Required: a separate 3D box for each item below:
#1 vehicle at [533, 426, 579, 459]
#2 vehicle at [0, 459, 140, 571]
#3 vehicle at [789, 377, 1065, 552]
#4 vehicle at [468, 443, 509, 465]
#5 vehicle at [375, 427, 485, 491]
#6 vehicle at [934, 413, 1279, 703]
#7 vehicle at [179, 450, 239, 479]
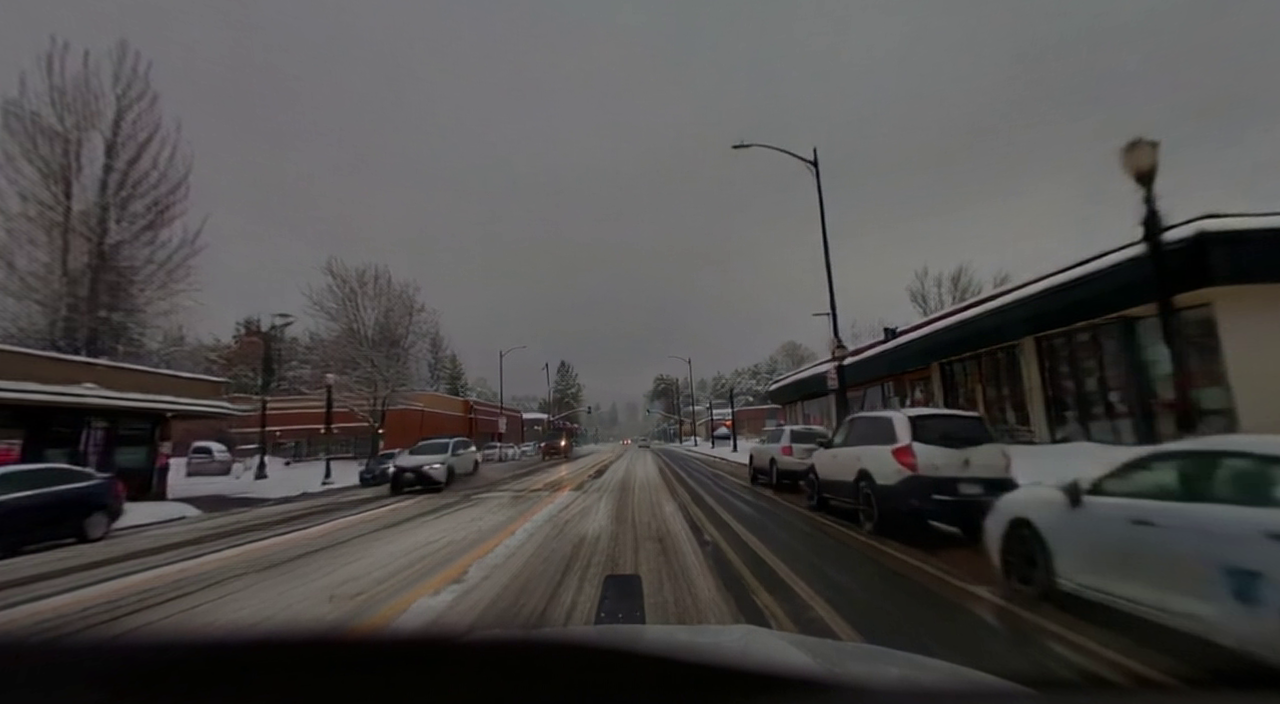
[{"bbox_3d":[-5.609,6.159,43.123,2.267,2.070,5.719,0,-8,1],"label":"vehicle"},{"bbox_3d":[-10.749,2.632,10.355,1.930,1.621,3.853,0,-8,-1],"label":"vehicle"},{"bbox_3d":[3.839,1.607,9.559,1.976,2.001,4.430,0,-8,-1],"label":"vehicle"},{"bbox_3d":[-10.812,7.276,45.270,1.784,1.502,4.344,0,-8,1],"label":"vehicle"},{"bbox_3d":[-6.703,3.455,20.782,2.044,1.839,4.512,0,-8,0],"label":"vehicle"},{"bbox_3d":[3.905,1.144,3.881,1.876,1.468,4.672,-5,-9,0],"label":"vehicle"},{"bbox_3d":[-26.607,6.901,38.956,4.394,1.609,1.971,-7,-11,42],"label":"vehicle"}]
